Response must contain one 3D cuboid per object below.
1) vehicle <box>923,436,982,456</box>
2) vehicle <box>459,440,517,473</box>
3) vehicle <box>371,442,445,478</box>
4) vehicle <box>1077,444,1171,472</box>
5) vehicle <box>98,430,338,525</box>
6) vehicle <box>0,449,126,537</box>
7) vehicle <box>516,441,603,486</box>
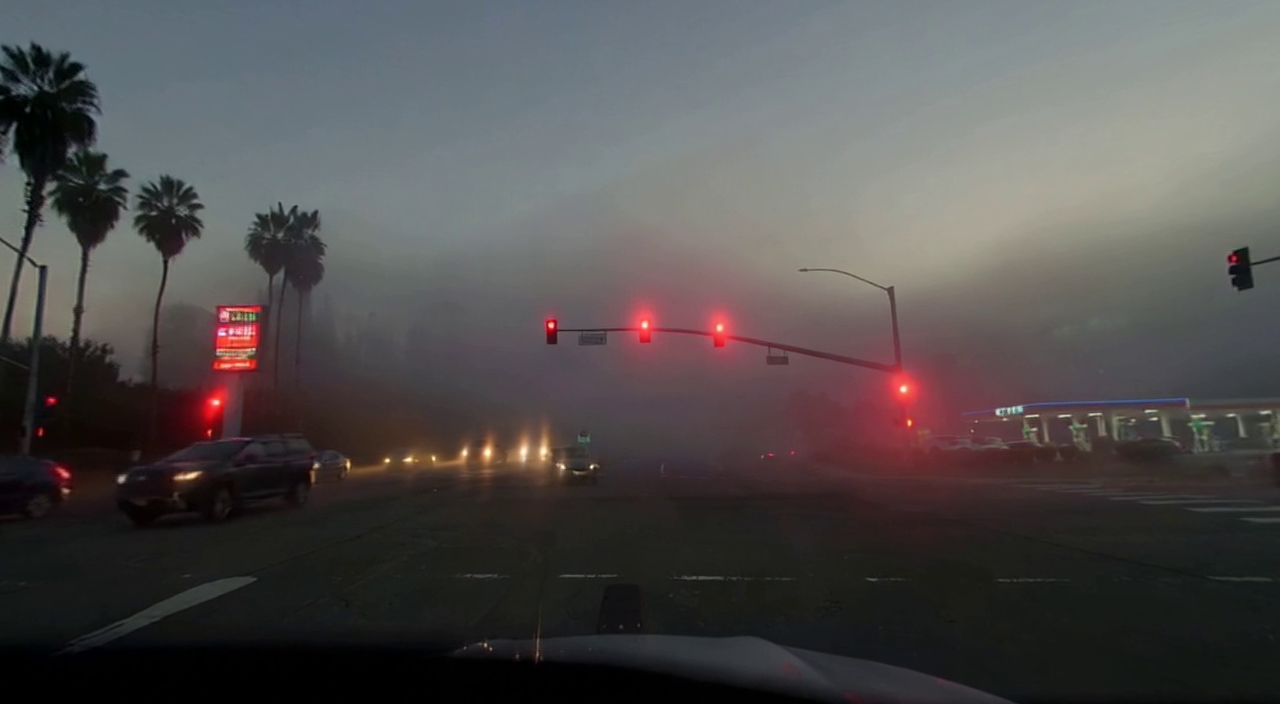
[{"bbox_3d":[22.550,6.770,45.661,3.356,1.395,1.559,0,-9,-1],"label":"vehicle"},{"bbox_3d":[-8.526,5.911,35.950,2.124,1.701,4.551,0,-9,1],"label":"vehicle"},{"bbox_3d":[-11.856,5.531,32.657,1.973,1.712,4.872,0,-9,0],"label":"vehicle"},{"bbox_3d":[24.270,5.304,31.739,3.474,1.376,1.538,0,-9,-2],"label":"vehicle"},{"bbox_3d":[-8.489,2.552,13.329,2.156,1.662,4.186,0,-9,0],"label":"vehicle"},{"bbox_3d":[-11.768,2.423,10.926,1.966,1.455,4.493,0,-9,-1],"label":"vehicle"},{"bbox_3d":[-3.089,4.068,23.360,1.983,1.464,4.579,4,-9,-23],"label":"vehicle"}]
